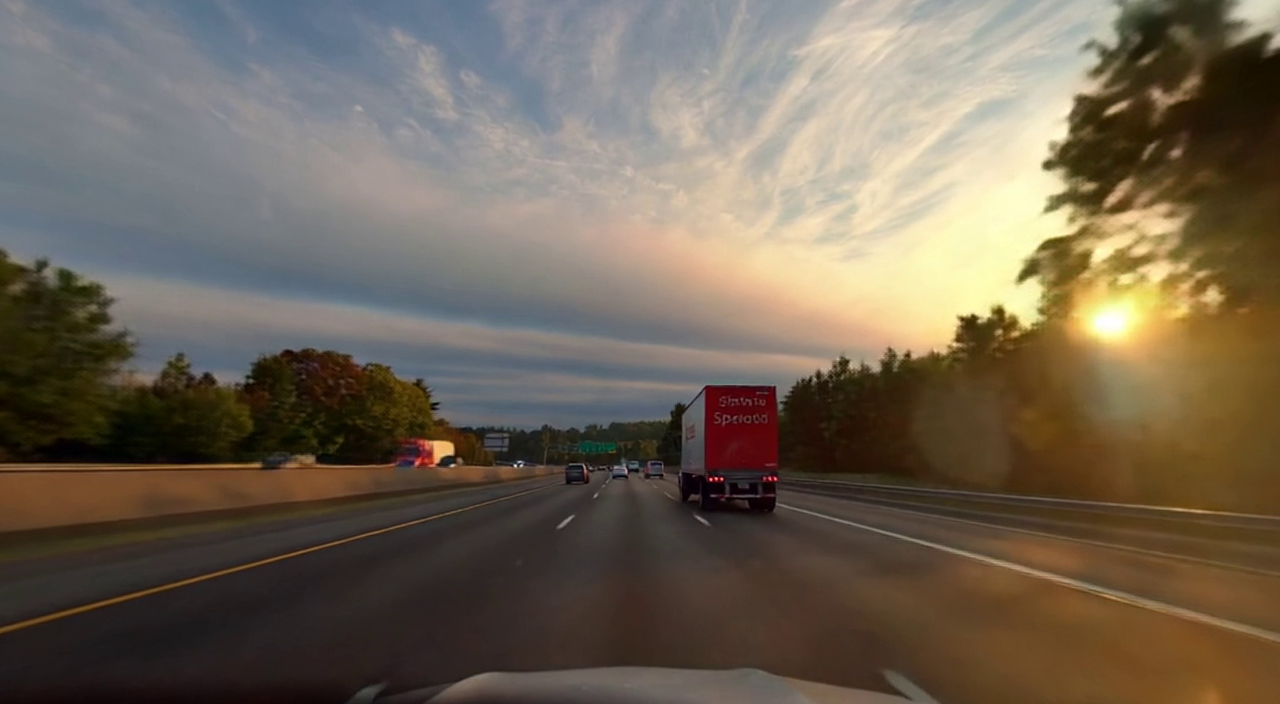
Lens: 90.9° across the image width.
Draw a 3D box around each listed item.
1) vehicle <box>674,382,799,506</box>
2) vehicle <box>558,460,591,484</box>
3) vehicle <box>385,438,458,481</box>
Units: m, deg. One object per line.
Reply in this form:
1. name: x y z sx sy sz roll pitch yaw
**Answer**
1. vehicle: 3.776 4.476 29.190 2.992 4.300 13.967 1 -10 -2
2. vehicle: -4.961 9.106 48.027 2.155 1.667 4.615 1 -10 -2
3. vehicle: -13.549 6.808 39.604 2.371 2.442 6.351 1 -10 -2
